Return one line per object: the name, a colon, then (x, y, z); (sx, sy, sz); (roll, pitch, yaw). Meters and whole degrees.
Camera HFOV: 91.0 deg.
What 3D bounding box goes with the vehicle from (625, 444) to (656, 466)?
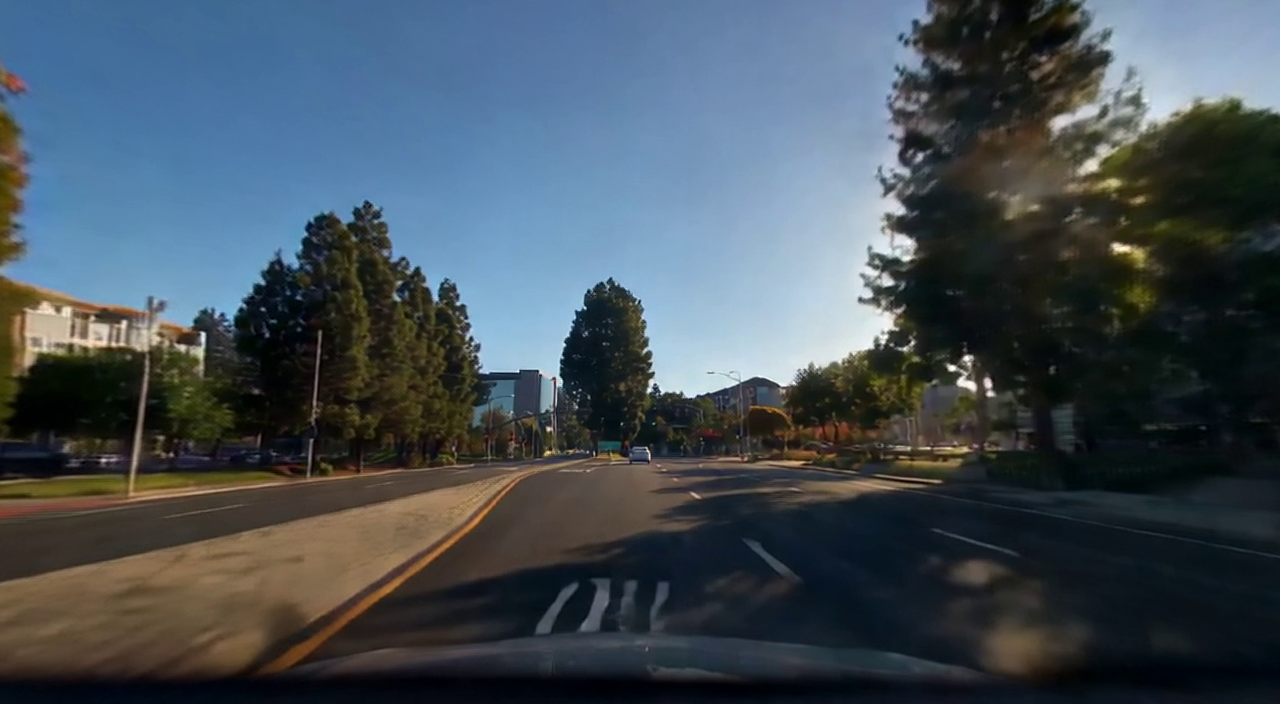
vehicle: (0.062, 7.314, 44.716); (2.064, 1.477, 3.968); (0, -9, 1)
